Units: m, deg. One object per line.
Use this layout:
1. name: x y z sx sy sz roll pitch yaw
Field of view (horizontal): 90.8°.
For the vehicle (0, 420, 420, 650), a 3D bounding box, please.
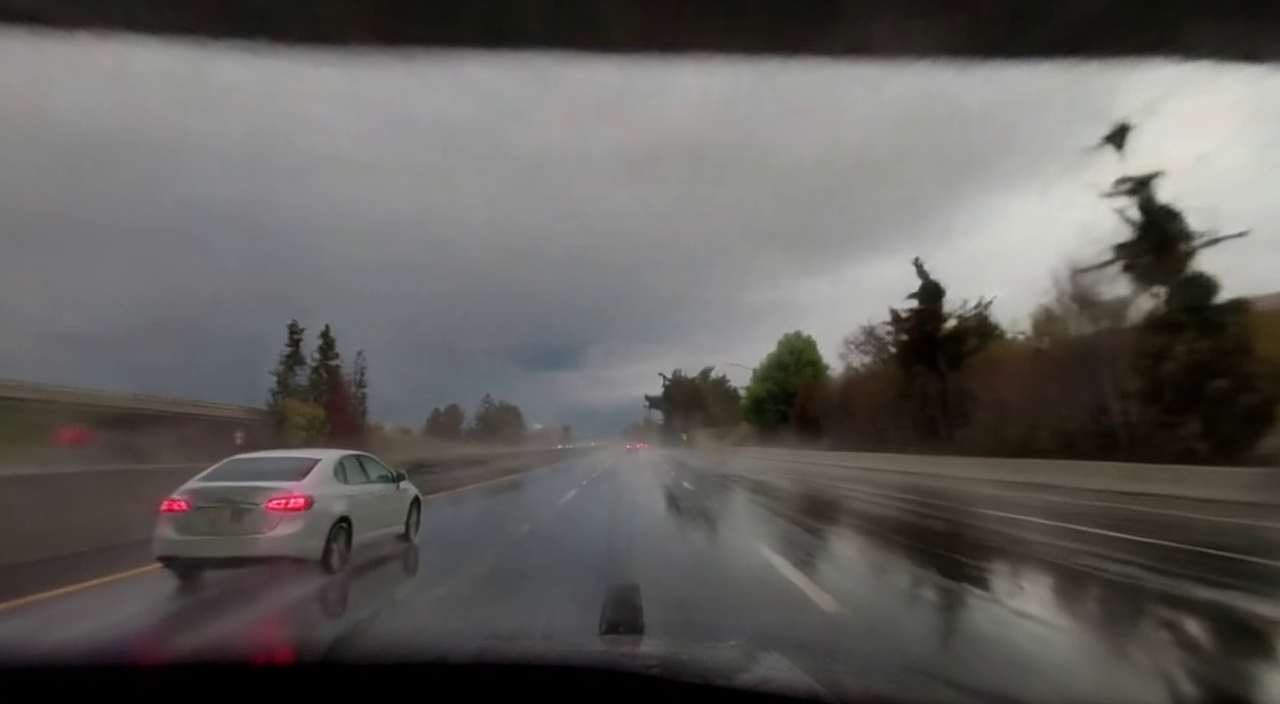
1. vehicle: -4.077 1.571 6.509 2.050 1.547 4.266 0 -9 0
